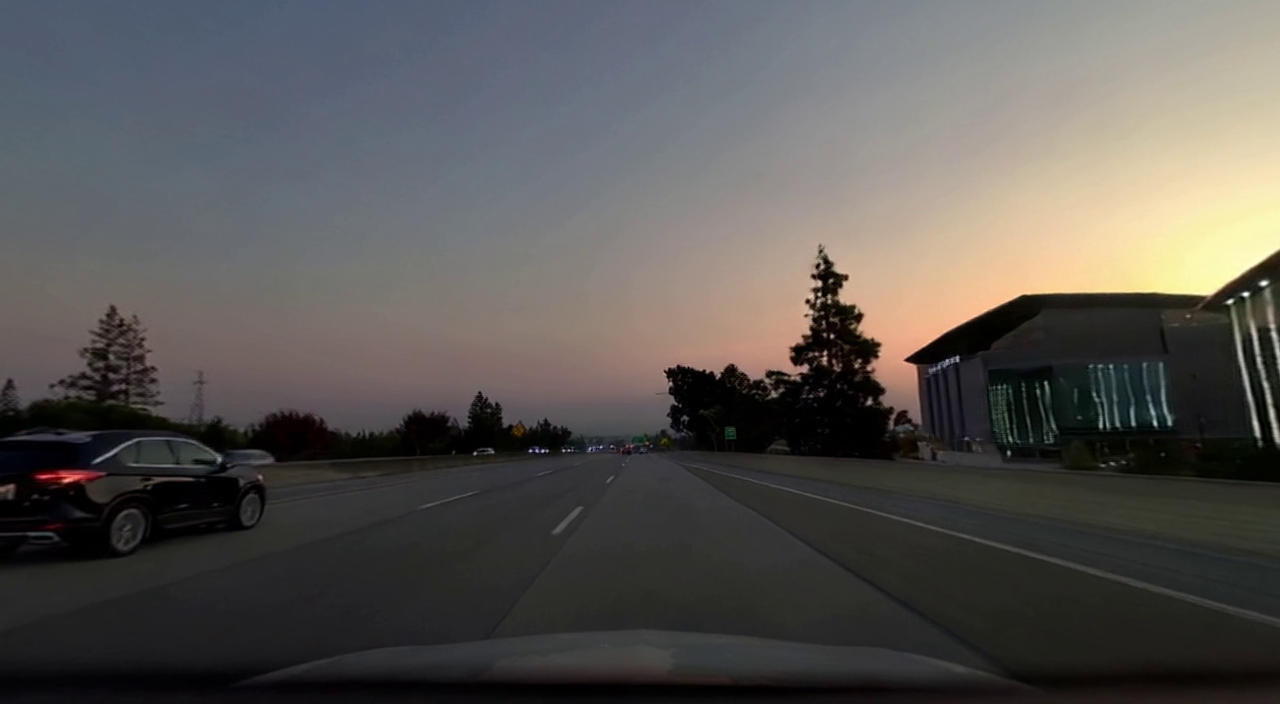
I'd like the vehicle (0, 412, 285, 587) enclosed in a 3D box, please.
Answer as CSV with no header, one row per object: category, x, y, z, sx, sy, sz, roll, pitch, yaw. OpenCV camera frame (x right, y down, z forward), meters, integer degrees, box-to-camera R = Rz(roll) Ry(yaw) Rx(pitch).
vehicle,-7.312,1.793,8.609,2.148,1.709,4.678,0,-8,1
